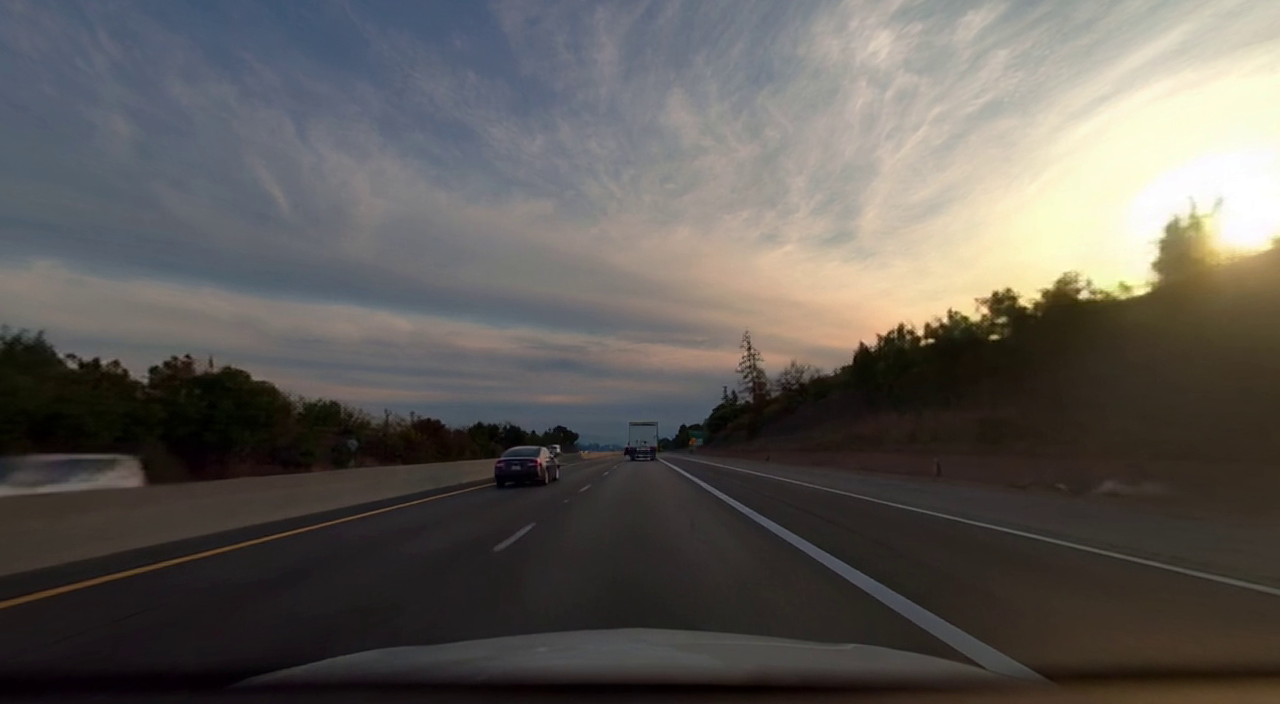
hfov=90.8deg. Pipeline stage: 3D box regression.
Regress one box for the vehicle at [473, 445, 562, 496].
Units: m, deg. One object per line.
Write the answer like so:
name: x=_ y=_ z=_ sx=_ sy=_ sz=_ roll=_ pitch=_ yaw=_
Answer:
vehicle: x=-3.793 y=3.747 z=20.253 sx=1.955 sy=1.438 sz=4.100 roll=-1 pitch=-9 yaw=1

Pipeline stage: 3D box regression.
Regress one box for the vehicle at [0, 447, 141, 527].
vehicle: x=-13.299 y=2.755 z=13.136 sx=2.005 sy=1.521 sz=4.592 roll=-1 pitch=-9 yaw=1
